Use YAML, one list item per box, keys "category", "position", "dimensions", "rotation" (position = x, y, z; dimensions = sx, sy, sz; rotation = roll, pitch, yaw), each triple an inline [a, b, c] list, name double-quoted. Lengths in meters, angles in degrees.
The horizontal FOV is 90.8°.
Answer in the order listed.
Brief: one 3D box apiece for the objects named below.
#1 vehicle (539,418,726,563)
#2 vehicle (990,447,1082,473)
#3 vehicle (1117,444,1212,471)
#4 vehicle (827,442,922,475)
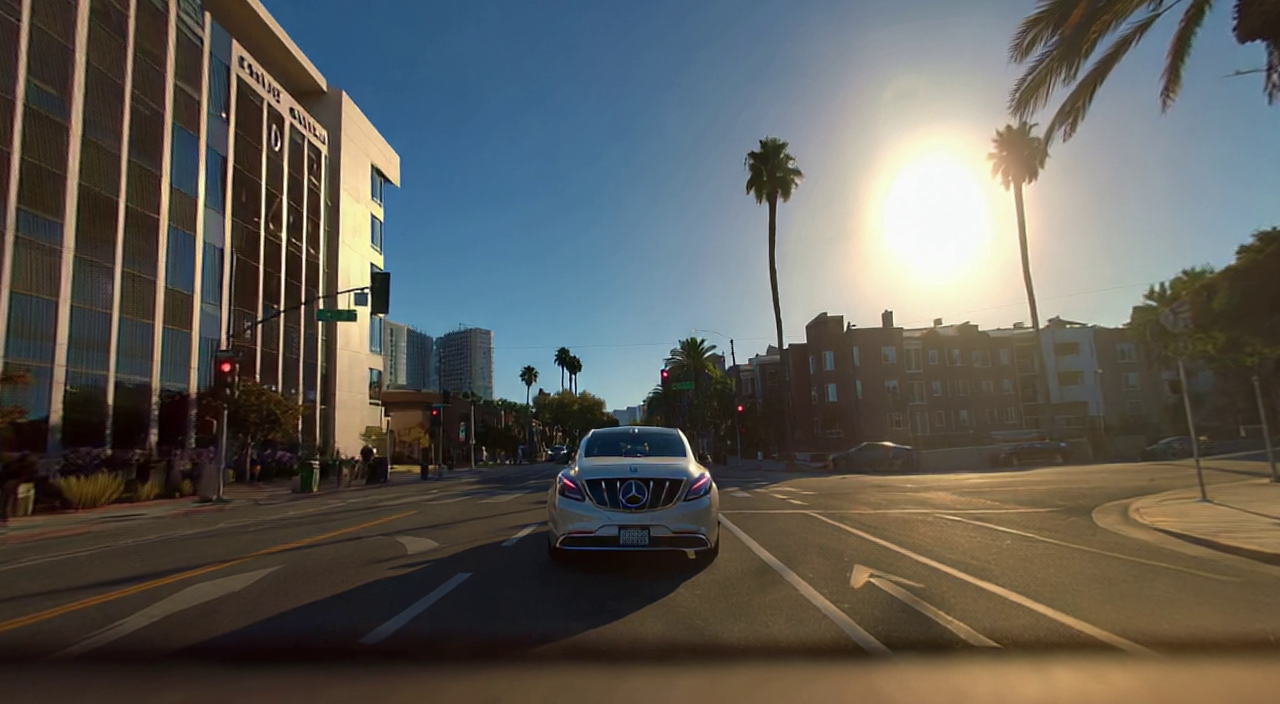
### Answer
- category: "vehicle"
  position: [-0.089, 1.873, 9.224]
  dimensions: [2.144, 1.643, 3.770]
  rotation: [0, -8, 0]
- category: "vehicle"
  position: [24.193, 6.600, 38.688]
  dimensions: [4.417, 1.462, 1.761]
  rotation: [0, -8, -1]
- category: "vehicle"
  position: [32.134, 6.469, 38.780]
  dimensions: [4.234, 1.613, 1.812]
  rotation: [0, -8, -1]
- category: "vehicle"
  position: [13.082, 5.985, 35.569]
  dimensions: [4.649, 1.760, 2.029]
  rotation: [-2, -9, 12]
